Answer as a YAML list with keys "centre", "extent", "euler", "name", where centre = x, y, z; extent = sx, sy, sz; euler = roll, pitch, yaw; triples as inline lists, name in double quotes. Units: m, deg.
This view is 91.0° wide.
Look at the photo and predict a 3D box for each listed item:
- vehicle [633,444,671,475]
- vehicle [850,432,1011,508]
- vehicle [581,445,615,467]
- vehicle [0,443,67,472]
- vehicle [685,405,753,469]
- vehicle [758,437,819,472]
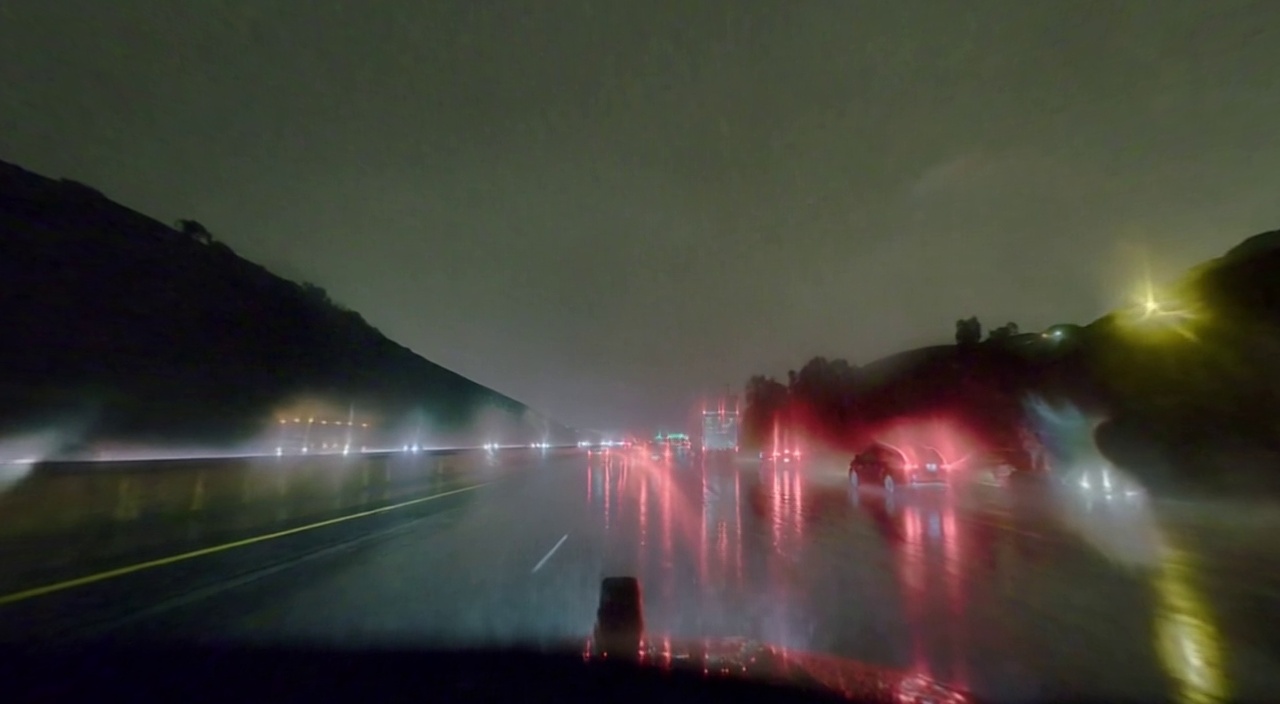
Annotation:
- centre: [0.635, 5.632, 33.198]
  extent: [1.866, 1.492, 3.932]
  euler: [0, -9, 1]
  name: "vehicle"
- centre: [7.200, 2.959, 16.247]
  extent: [2.044, 1.676, 4.421]
  euler: [0, -9, 0]
  name: "vehicle"
- centre: [-3.056, 7.666, 46.667]
  extent: [2.132, 1.506, 4.256]
  euler: [0, -9, 1]
  name: "vehicle"
- centre: [-34.635, 5.812, 34.739]
  extent: [1.799, 1.525, 4.373]
  euler: [0, -9, 2]
  name: "vehicle"
- centre: [4.878, 5.629, 41.289]
  extent: [3.130, 3.607, 11.129]
  euler: [0, -9, 1]
  name: "vehicle"
- centre: [8.022, 5.586, 34.474]
  extent: [2.143, 1.775, 4.729]
  euler: [0, -9, 0]
  name: "vehicle"
